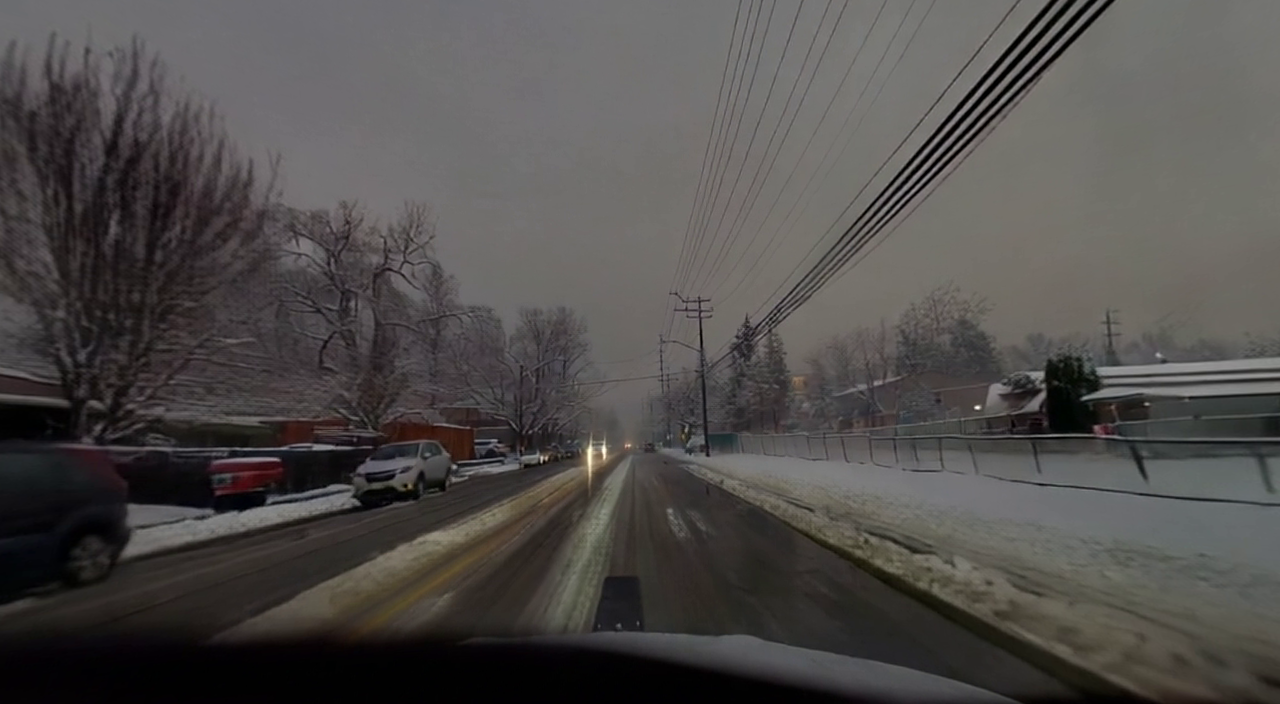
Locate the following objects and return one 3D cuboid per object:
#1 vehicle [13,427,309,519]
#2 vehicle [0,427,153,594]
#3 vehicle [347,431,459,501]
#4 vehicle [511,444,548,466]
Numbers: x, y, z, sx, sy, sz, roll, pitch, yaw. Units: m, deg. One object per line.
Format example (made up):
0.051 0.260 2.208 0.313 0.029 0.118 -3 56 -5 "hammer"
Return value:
-10.480 2.663 14.169 4.872 1.844 2.095 0 -8 0 "vehicle"
-7.694 1.611 6.228 2.019 1.723 4.650 0 -8 1 "vehicle"
-6.878 3.362 18.833 1.932 1.743 4.079 -2 -9 -3 "vehicle"
-8.200 7.707 47.280 2.041 1.480 4.474 -2 -9 -2 "vehicle"
